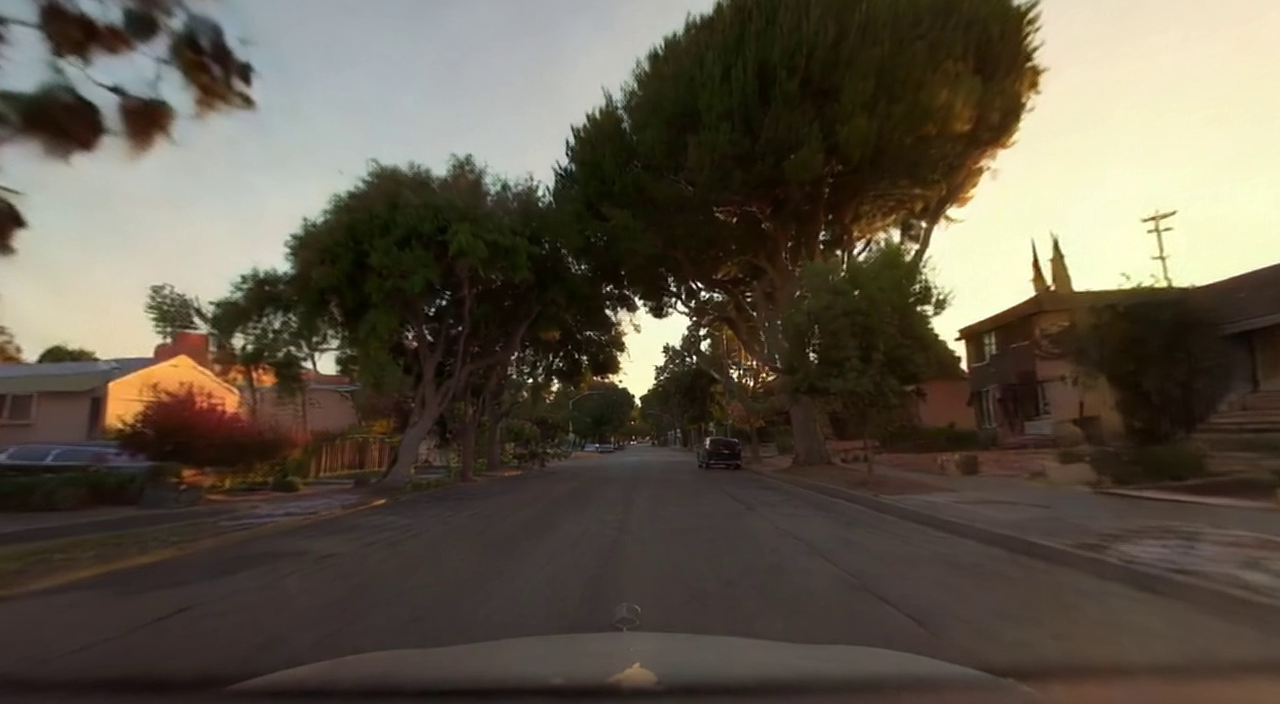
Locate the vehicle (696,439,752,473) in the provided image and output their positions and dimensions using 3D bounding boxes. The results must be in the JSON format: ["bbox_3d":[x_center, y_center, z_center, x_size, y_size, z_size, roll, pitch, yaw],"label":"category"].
[{"bbox_3d":[3.941,4.957,30.365,2.013,1.473,4.329,0,-8,-1],"label":"vehicle"}]
